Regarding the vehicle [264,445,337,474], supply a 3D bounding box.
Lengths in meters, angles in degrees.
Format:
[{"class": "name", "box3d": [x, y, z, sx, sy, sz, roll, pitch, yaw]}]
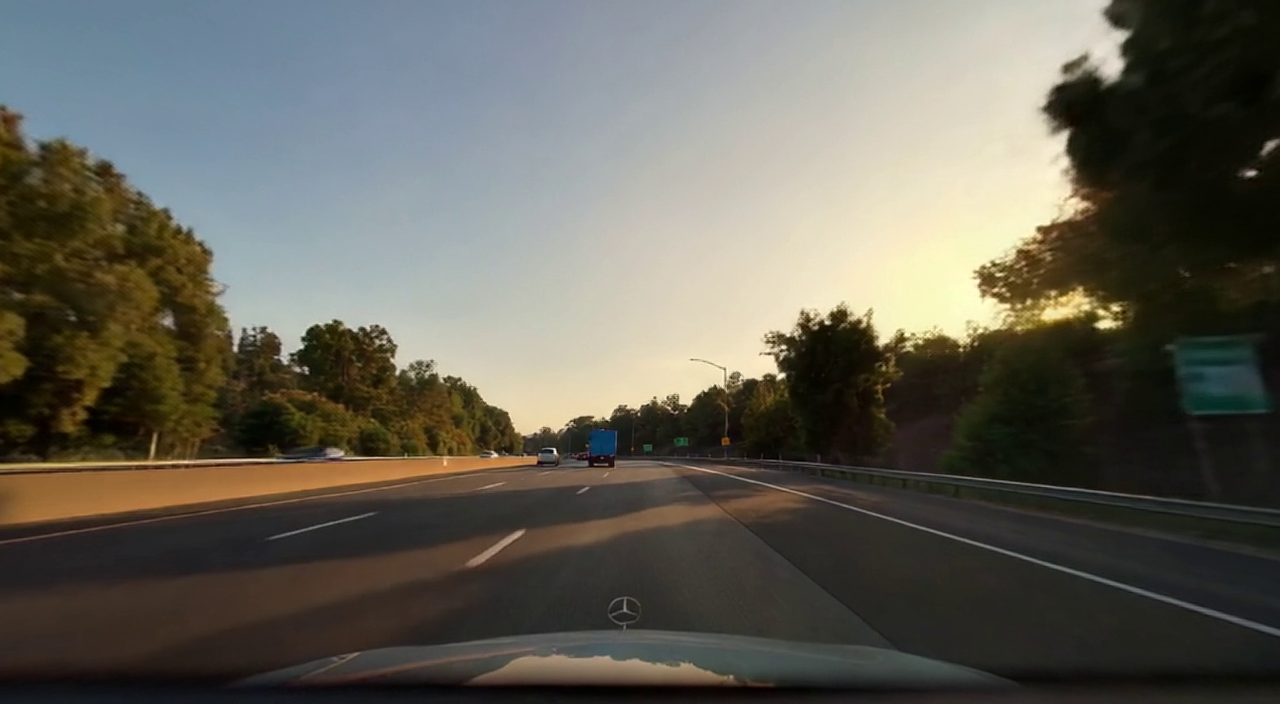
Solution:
[{"class": "vehicle", "box3d": [-21.034, 6.668, 39.323, 1.989, 1.658, 4.584, 0, -9, 0]}]
